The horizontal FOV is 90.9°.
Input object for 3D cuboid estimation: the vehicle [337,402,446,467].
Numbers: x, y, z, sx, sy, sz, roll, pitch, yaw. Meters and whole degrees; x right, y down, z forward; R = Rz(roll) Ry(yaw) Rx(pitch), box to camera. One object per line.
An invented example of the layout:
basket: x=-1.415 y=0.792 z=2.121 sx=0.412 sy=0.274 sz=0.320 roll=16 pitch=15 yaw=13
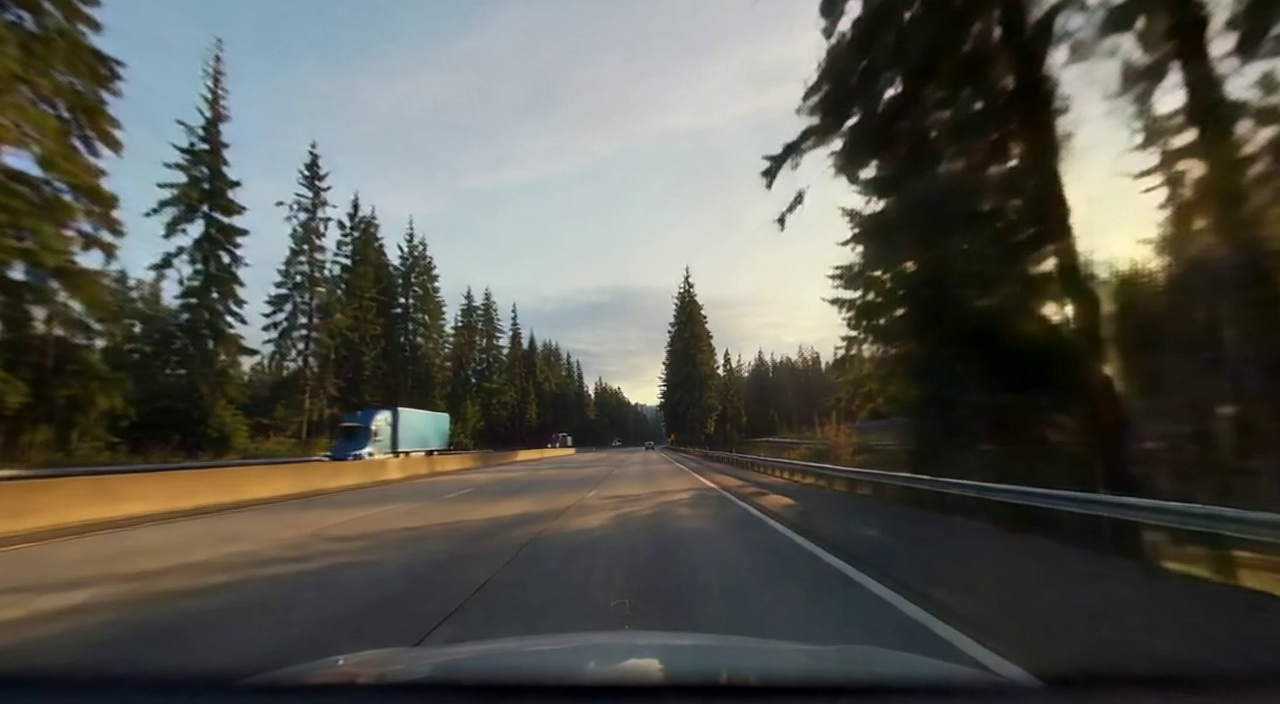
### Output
vehicle: x=-16.984 y=5.901 z=44.338 sx=2.939 sy=3.962 sz=11.102 roll=0 pitch=-8 yaw=1
